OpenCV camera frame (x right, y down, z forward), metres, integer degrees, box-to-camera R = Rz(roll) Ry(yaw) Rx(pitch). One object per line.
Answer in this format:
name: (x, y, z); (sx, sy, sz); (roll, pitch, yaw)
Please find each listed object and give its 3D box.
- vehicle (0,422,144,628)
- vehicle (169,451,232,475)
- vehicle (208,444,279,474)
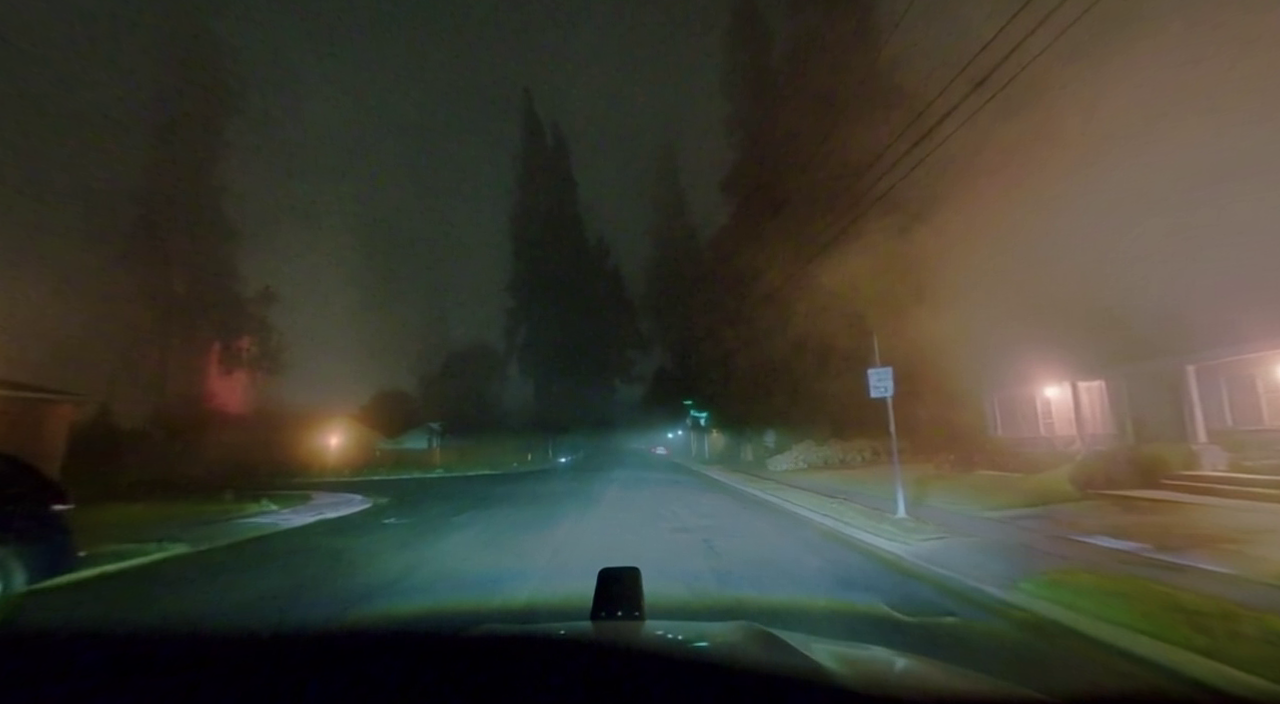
vehicle: (-6.485, 1.321, 4.350); (2.078, 1.745, 5.119); (0, -9, -2)
vehicle: (-30.730, 7.743, 44.338); (1.858, 1.538, 4.217); (1, -9, -8)
vehicle: (-27.894, 7.523, 44.670); (1.906, 2.020, 5.006); (0, -9, -3)
